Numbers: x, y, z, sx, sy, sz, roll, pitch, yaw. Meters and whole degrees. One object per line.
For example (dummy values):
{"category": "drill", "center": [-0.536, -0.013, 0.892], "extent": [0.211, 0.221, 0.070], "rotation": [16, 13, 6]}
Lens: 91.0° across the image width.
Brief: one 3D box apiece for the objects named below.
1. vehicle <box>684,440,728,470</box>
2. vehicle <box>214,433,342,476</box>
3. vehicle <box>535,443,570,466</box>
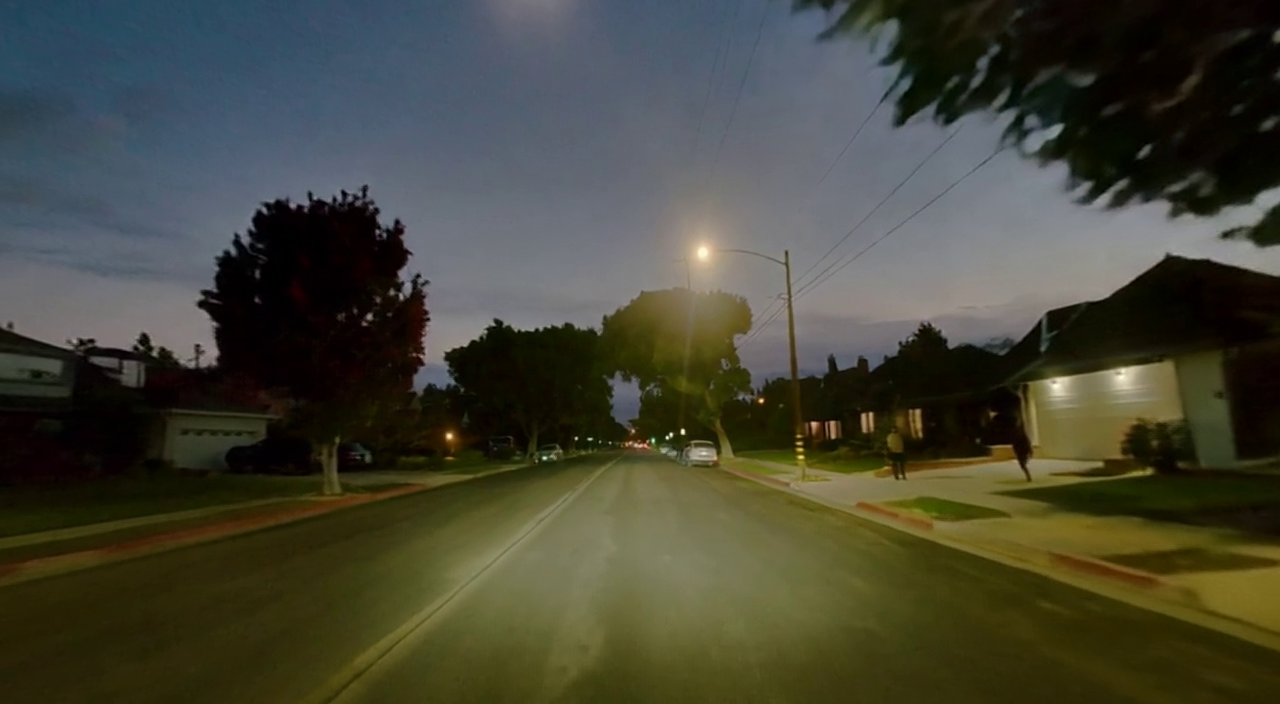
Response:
{"category": "vehicle", "center": [3.648, 5.802, 35.651], "extent": [1.917, 1.569, 4.460], "rotation": [0, -8, -1]}
{"category": "vehicle", "center": [-15.492, 4.397, 27.115], "extent": [4.320, 1.767, 1.951], "rotation": [-1, -8, 1]}
{"category": "vehicle", "center": [-6.595, 7.725, 47.827], "extent": [1.985, 1.497, 4.655], "rotation": [-3, -8, 0]}
